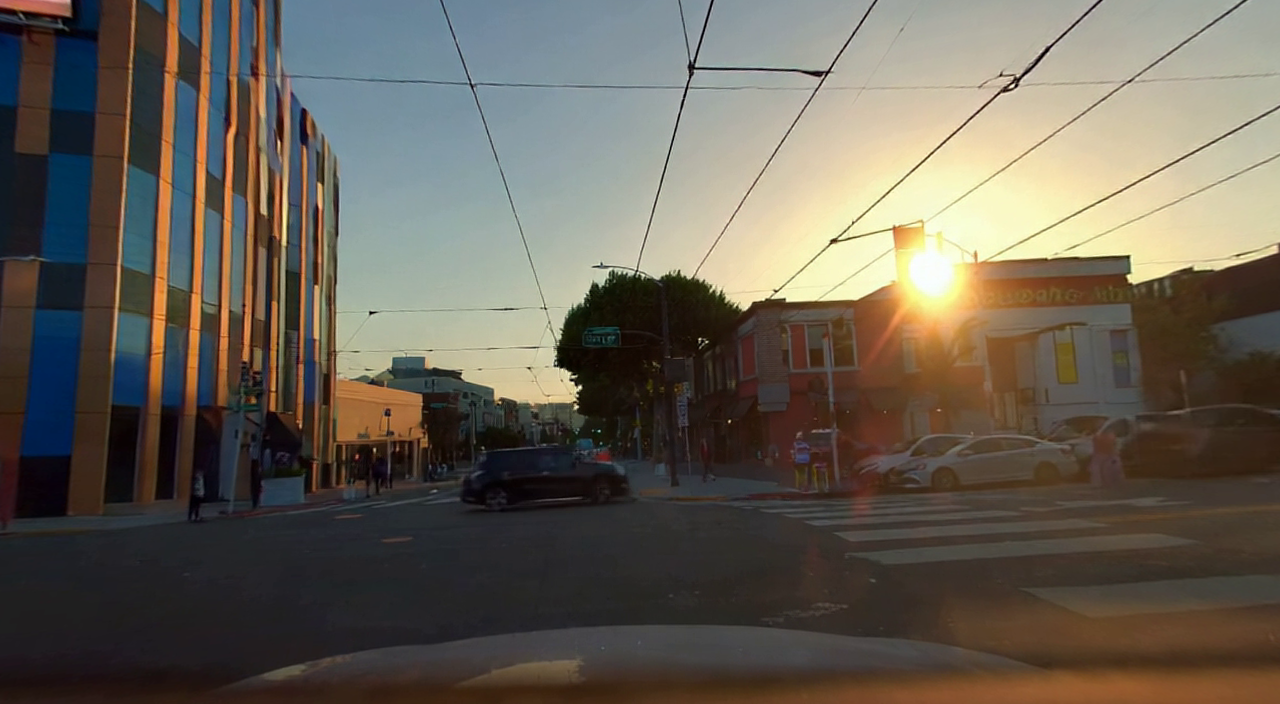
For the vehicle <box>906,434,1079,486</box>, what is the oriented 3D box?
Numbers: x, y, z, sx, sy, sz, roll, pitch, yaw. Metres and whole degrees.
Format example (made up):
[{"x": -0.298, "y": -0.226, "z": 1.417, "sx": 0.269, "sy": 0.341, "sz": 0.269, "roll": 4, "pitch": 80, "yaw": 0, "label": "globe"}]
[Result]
[{"x": 11.387, "y": 3.488, "z": 20.562, "sx": 4.697, "sy": 1.510, "sz": 1.596, "roll": 0, "pitch": -9, "yaw": -4, "label": "vehicle"}]

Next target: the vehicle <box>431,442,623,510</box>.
[{"x": -2.794, "y": 3.167, "z": 16.468, "sx": 4.637, "sy": 1.624, "sz": 1.927, "roll": 0, "pitch": -8, "yaw": -3, "label": "vehicle"}]

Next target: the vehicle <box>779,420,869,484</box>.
[{"x": 7.590, "y": 4.109, "z": 26.631, "sx": 2.316, "sy": 2.425, "sz": 4.466, "roll": 1, "pitch": -7, "yaw": -2, "label": "vehicle"}]

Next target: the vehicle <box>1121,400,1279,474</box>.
[{"x": 15.282, "y": 2.161, "z": 15.980, "sx": 4.629, "sy": 1.696, "sz": 2.098, "roll": 1, "pitch": -8, "yaw": -6, "label": "vehicle"}]
